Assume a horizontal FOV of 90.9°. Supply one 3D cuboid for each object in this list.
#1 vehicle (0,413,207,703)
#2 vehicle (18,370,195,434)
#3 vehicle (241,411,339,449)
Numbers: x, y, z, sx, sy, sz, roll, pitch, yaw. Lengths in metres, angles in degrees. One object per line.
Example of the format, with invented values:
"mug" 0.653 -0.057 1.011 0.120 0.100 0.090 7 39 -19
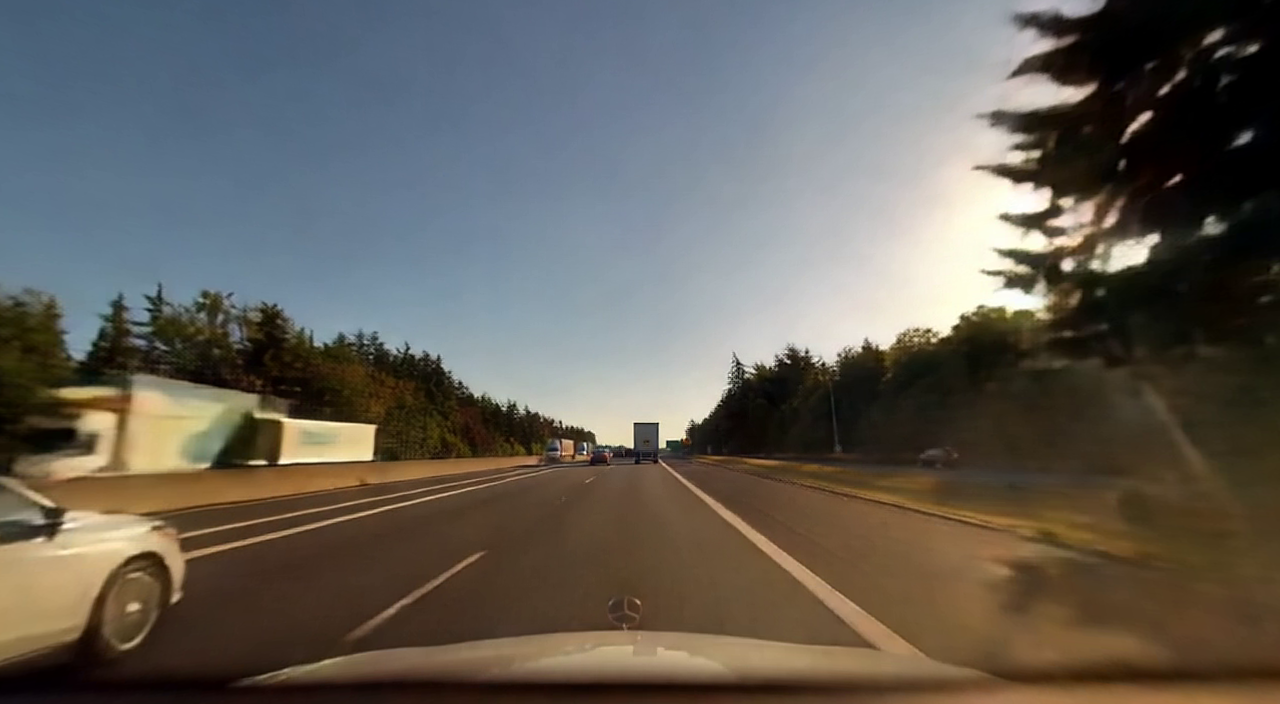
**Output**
"vehicle" -4.171 0.965 2.537 1.945 1.488 4.043 0 -9 0
"vehicle" -17.344 1.774 20.882 1.866 1.761 4.683 -2 -8 -1
"vehicle" -17.206 3.919 31.280 2.111 1.716 4.697 -1 -8 1
